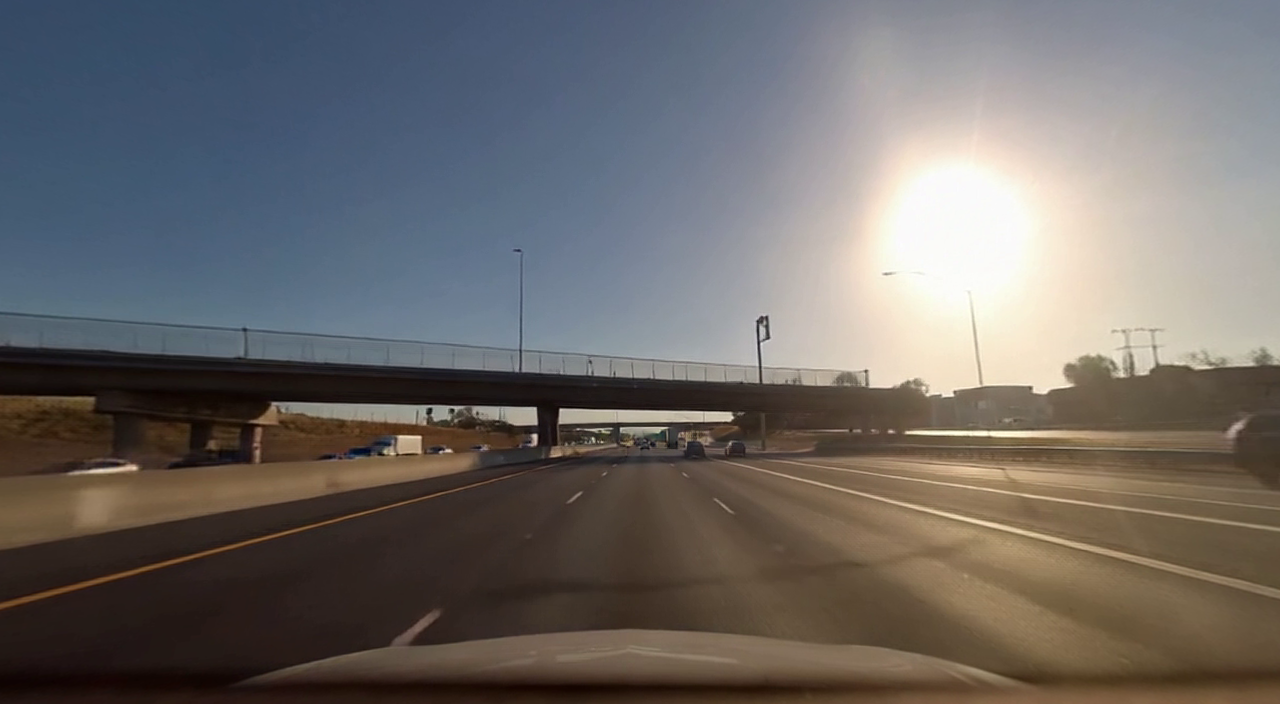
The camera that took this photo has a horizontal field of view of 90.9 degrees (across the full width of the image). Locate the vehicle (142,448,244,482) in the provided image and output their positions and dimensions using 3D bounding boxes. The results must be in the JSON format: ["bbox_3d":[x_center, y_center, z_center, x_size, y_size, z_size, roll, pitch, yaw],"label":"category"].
[{"bbox_3d":[-24.958,6.295,35.506,2.030,1.772,4.969,0,-8,1],"label":"vehicle"}]

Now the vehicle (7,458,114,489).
[{"bbox_3d":[-31.327,6.535,34.268,1.823,1.455,4.167,0,-8,0],"label":"vehicle"}]

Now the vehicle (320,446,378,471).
[{"bbox_3d":[-21.357,7.822,46.519,1.997,1.681,4.625,0,-8,1],"label":"vehicle"}]
